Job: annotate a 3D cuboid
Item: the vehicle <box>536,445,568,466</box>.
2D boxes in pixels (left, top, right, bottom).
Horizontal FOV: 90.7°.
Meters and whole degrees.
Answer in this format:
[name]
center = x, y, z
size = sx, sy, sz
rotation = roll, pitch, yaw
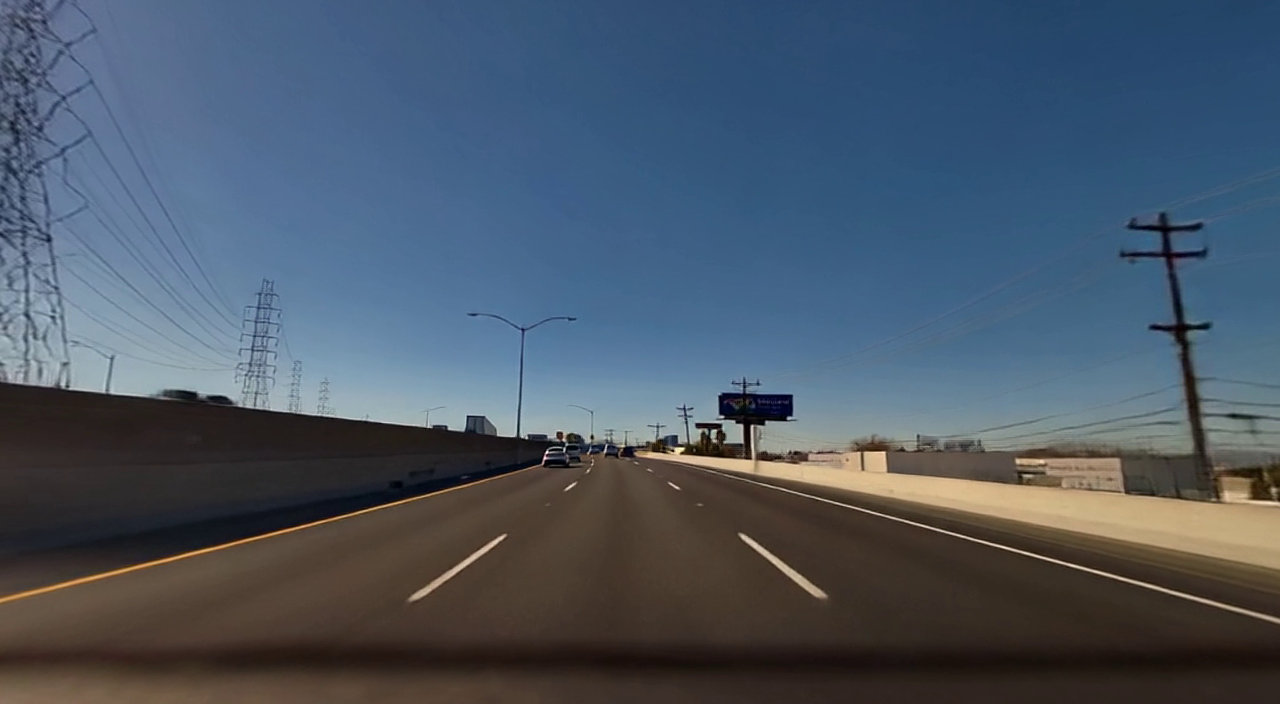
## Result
[vehicle]
center = -6.412, 7.579, 46.470
size = 1.921, 1.420, 4.078
rotation = 0, -9, -3
